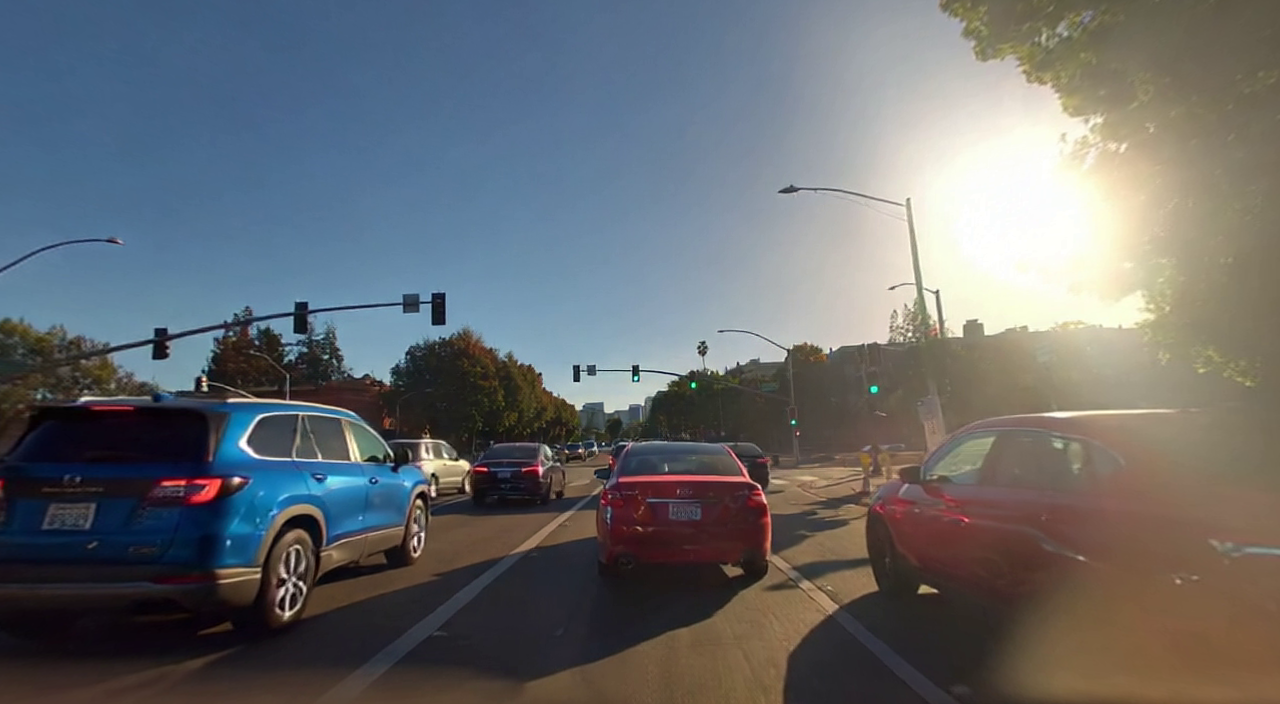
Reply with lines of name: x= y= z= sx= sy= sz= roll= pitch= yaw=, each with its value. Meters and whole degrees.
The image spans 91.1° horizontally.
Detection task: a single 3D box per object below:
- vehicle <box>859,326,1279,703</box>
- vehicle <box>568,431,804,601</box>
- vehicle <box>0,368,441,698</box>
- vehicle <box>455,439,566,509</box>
vehicle: x=3.088 y=1.055 z=3.837 sx=1.880 sy=1.747 sz=4.500 roll=0 pitch=-8 yaw=0
vehicle: x=0.371 y=1.718 z=7.477 sx=2.051 sy=1.460 sz=3.932 roll=0 pitch=-8 yaw=-1
vehicle: x=-3.453 y=1.284 z=5.600 sx=1.889 sy=1.767 sz=4.289 roll=0 pitch=-8 yaw=1
vehicle: x=-3.079 y=2.981 z=15.813 sx=1.868 sy=1.516 sz=4.114 roll=0 pitch=-8 yaw=1
